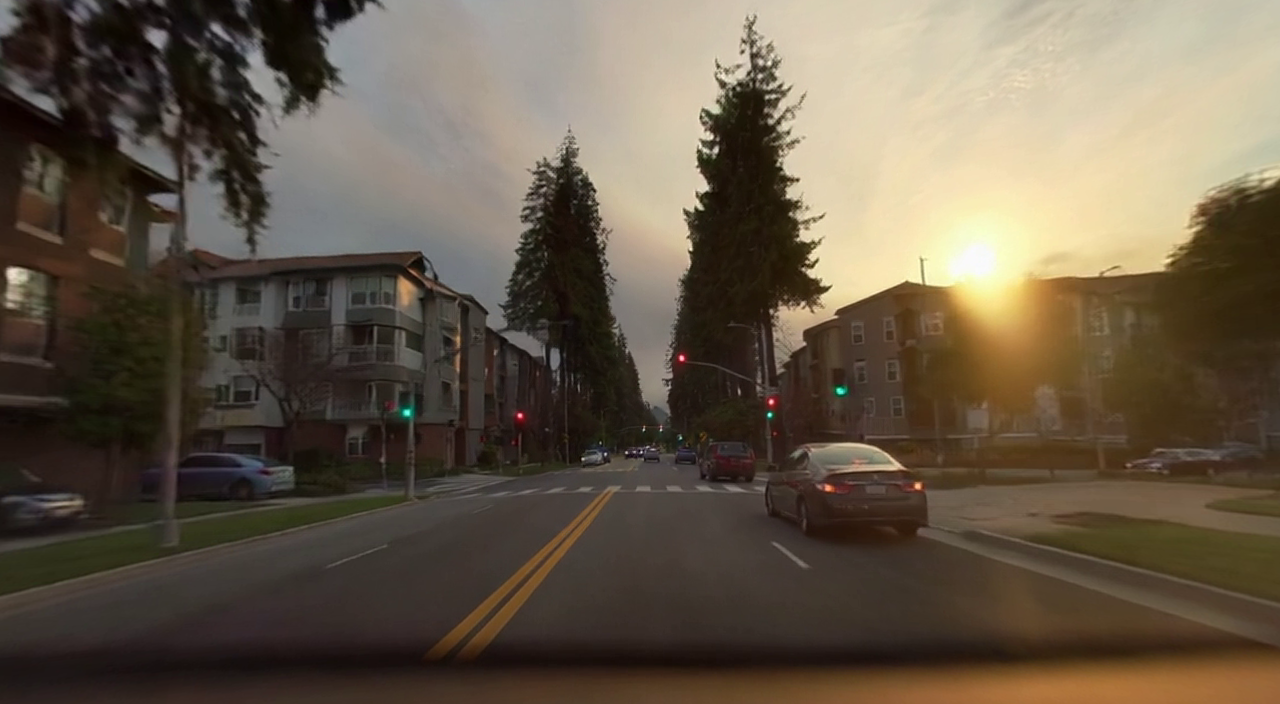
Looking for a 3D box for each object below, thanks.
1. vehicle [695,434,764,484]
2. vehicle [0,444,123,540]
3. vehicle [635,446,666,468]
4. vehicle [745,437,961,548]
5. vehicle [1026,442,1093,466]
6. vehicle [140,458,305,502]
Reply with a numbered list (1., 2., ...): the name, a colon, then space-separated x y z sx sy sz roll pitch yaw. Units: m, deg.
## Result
1. vehicle: 3.577 4.388 26.218 2.199 1.872 4.513 0 -9 0
2. vehicle: -15.308 3.223 14.658 4.650 1.993 2.225 -2 -8 3
3. vehicle: 0.675 7.451 44.748 2.097 1.463 4.043 0 -9 0
4. vehicle: 3.296 2.280 11.001 2.078 1.488 4.741 0 -9 0
5. vehicle: 28.777 7.002 43.351 1.698 1.477 3.735 -2 -9 -7
6. vehicle: -15.290 4.696 23.256 4.727 1.483 2.002 -1 -9 4
